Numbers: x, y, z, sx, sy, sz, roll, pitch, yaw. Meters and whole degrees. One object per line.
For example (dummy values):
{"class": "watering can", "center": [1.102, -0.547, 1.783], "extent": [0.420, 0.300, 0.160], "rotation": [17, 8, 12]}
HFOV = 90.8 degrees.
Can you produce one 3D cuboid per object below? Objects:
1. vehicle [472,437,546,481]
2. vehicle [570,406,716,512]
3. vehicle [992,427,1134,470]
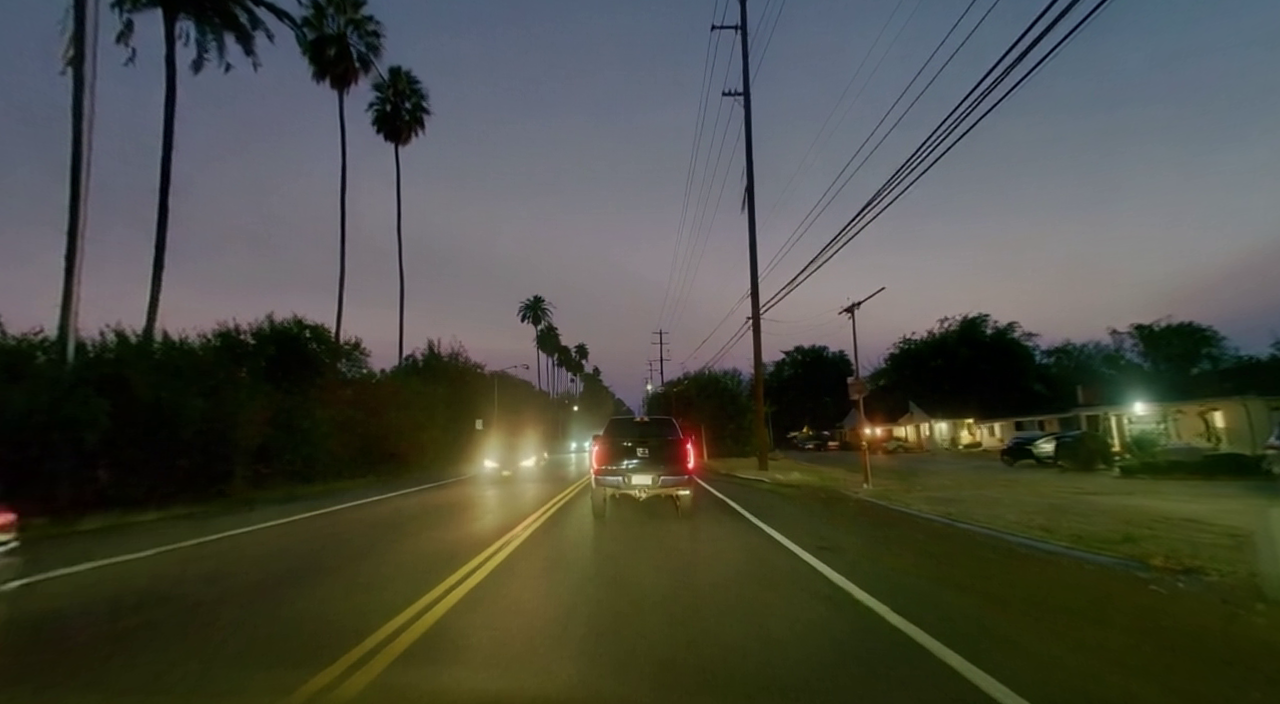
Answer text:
{"class": "vehicle", "center": [-5.217, 4.321, 25.869], "extent": [2.159, 1.627, 4.505], "rotation": [0, -8, -1]}
{"class": "vehicle", "center": [0.021, 2.536, 15.386], "extent": [2.848, 2.047, 5.885], "rotation": [0, -8, -1]}
{"class": "vehicle", "center": [20.331, 4.712, 30.873], "extent": [2.277, 1.836, 6.267], "rotation": [0, -9, -4]}
